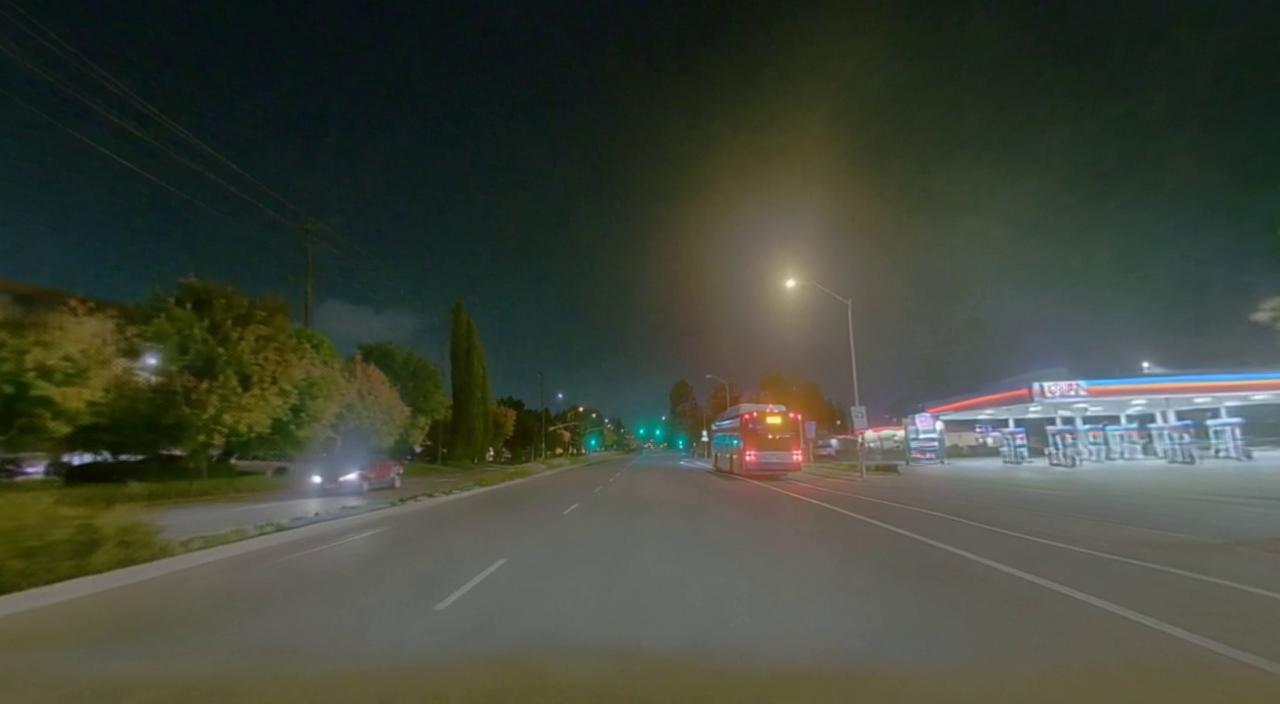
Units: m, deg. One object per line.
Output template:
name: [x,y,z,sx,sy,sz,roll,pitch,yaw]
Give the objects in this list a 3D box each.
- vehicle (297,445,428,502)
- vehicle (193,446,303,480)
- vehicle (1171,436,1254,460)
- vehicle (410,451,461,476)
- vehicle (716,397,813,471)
vehicle: [-8.127,3.571,18.988,1.900,1.481,4.317,0,-8,1]
vehicle: [-24.370,6.869,39.446,2.284,1.855,5.392,-4,-9,25]
vehicle: [44.623,7.462,49.351,1.948,1.776,5.438,-1,-8,8]
vehicle: [-13.222,7.218,41.097,1.779,1.476,4.260,0,-8,2]
vehicle: [8.635,6.112,46.352,4.582,4.678,12.589,0,-8,0]
